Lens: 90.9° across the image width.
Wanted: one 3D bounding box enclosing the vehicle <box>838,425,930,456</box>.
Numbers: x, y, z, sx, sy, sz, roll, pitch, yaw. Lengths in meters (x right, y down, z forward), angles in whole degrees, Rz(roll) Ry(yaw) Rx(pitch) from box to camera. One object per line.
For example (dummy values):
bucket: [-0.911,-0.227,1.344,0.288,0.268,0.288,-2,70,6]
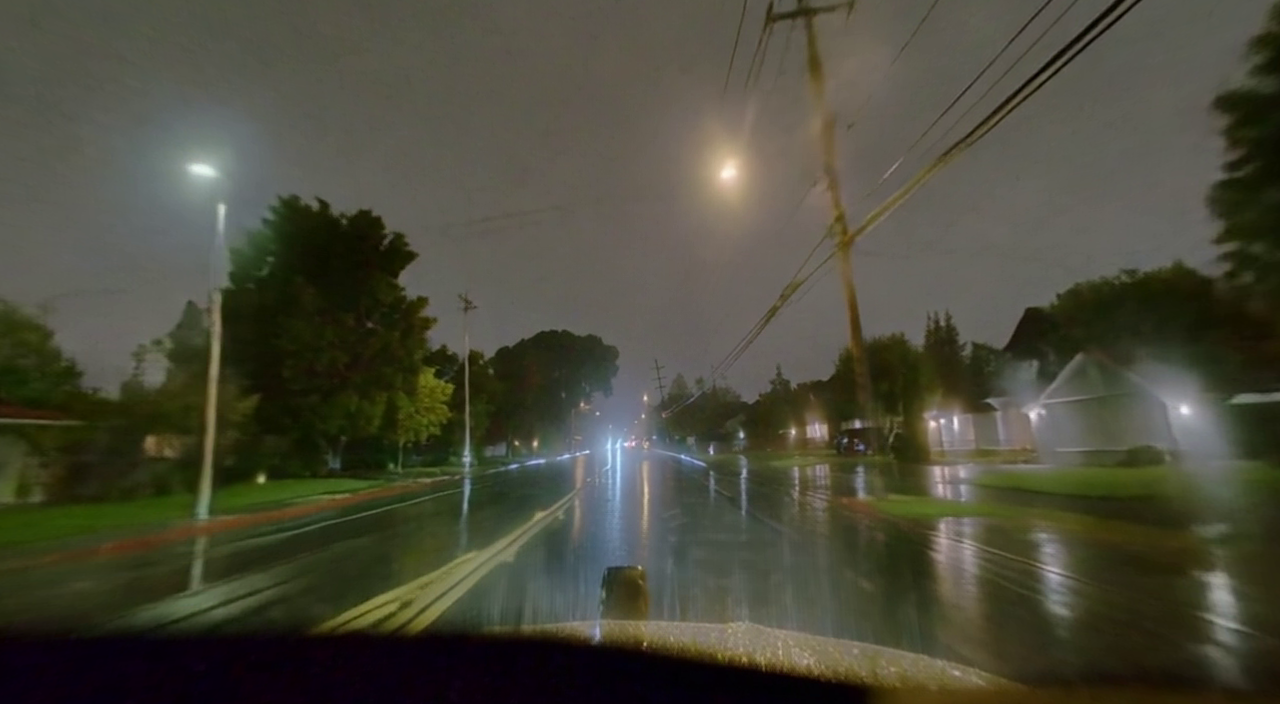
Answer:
vehicle: [14.254,5.187,36.953,4.512,1.701,2.017,0,-8,-2]
